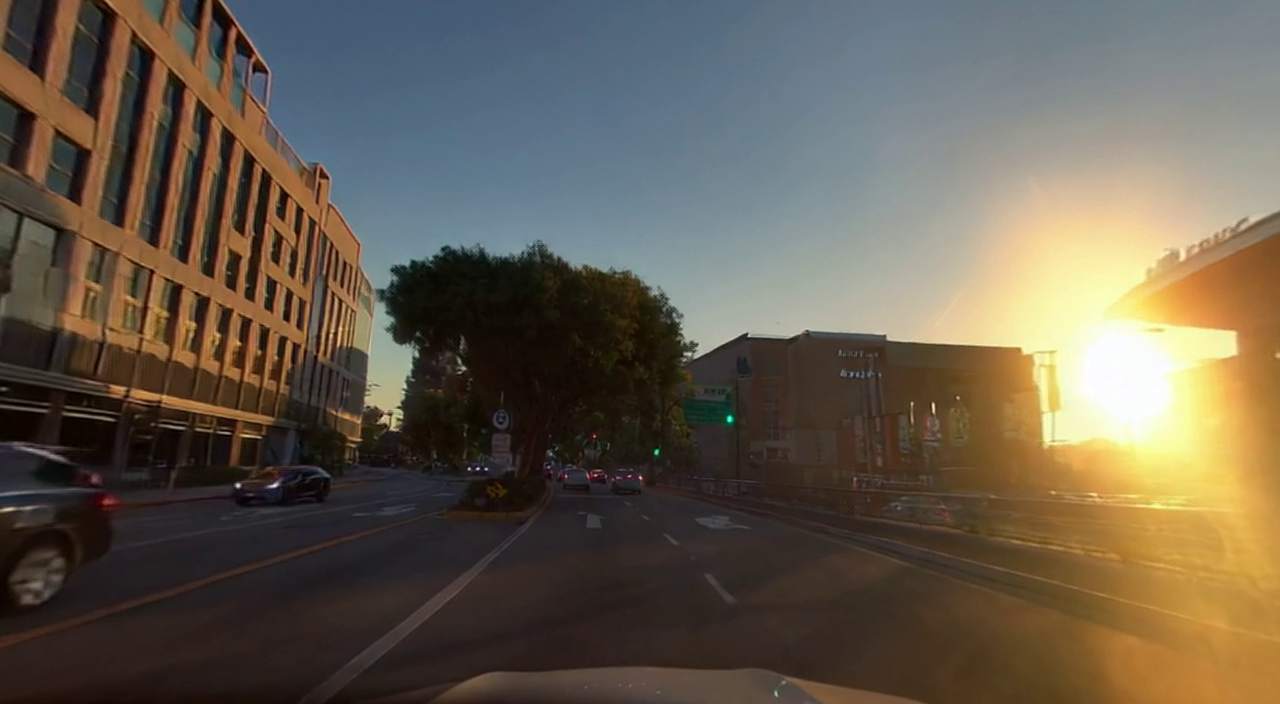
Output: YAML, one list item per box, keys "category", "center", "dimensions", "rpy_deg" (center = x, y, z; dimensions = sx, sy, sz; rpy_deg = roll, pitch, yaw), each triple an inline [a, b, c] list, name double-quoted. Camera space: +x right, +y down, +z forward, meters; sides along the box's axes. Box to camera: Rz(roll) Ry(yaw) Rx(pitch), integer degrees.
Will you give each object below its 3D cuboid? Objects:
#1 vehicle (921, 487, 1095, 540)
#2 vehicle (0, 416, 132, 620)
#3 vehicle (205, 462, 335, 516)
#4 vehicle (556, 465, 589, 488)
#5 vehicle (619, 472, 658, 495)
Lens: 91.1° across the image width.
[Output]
- category: "vehicle"
  center: [11.503, 5.058, 19.876]
  dimensions: [4.302, 1.456, 1.832]
  rpy_deg: [0, -10, 2]
- category: "vehicle"
  center: [-6.357, 1.230, 4.393]
  dimensions: [2.011, 1.701, 4.519]
  rpy_deg: [1, -10, -5]
- category: "vehicle"
  center: [-11.173, 4.156, 19.310]
  dimensions: [1.839, 1.456, 3.859]
  rpy_deg: [1, -10, -5]
- category: "vehicle"
  center: [-4.747, 8.682, 43.860]
  dimensions: [2.005, 1.498, 3.643]
  rpy_deg: [2, -11, -10]
- category: "vehicle"
  center: [-0.131, 7.435, 35.587]
  dimensions: [1.775, 1.186, 2.933]
  rpy_deg: [2, -11, -9]
